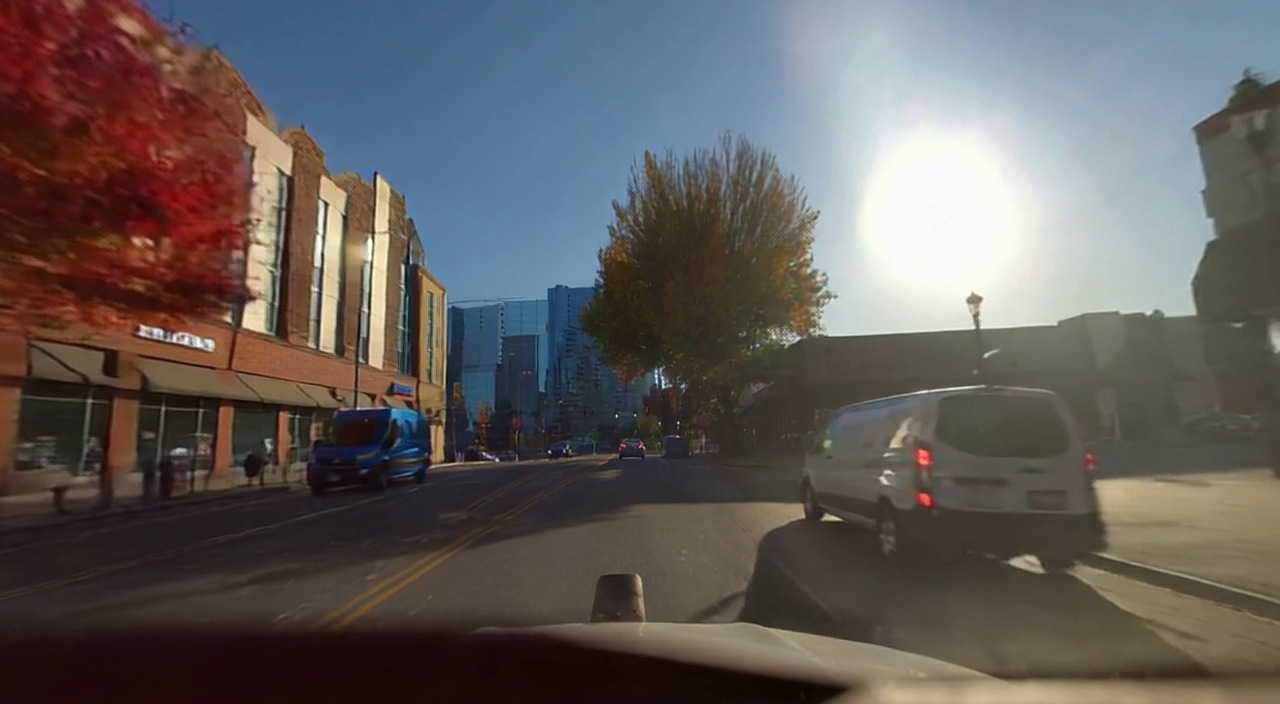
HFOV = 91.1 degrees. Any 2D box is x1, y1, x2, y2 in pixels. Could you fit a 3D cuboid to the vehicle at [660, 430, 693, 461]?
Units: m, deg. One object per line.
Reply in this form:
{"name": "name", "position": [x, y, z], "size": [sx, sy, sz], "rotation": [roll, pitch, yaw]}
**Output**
{"name": "vehicle", "position": [2.582, 6.434, 43.504], "size": [2.147, 1.968, 4.478], "rotation": [-1, -8, 5]}

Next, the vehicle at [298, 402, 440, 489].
{"name": "vehicle", "position": [-9.053, 3.204, 21.803], "size": [2.348, 2.588, 5.860], "rotation": [0, -8, -1]}

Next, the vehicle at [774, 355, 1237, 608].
{"name": "vehicle", "position": [3.453, 1.368, 7.603], "size": [2.357, 1.986, 5.136], "rotation": [0, -8, -2]}

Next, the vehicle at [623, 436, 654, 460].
{"name": "vehicle", "position": [-0.102, 7.388, 48.660], "size": [2.274, 1.736, 4.083], "rotation": [0, -8, 0]}
